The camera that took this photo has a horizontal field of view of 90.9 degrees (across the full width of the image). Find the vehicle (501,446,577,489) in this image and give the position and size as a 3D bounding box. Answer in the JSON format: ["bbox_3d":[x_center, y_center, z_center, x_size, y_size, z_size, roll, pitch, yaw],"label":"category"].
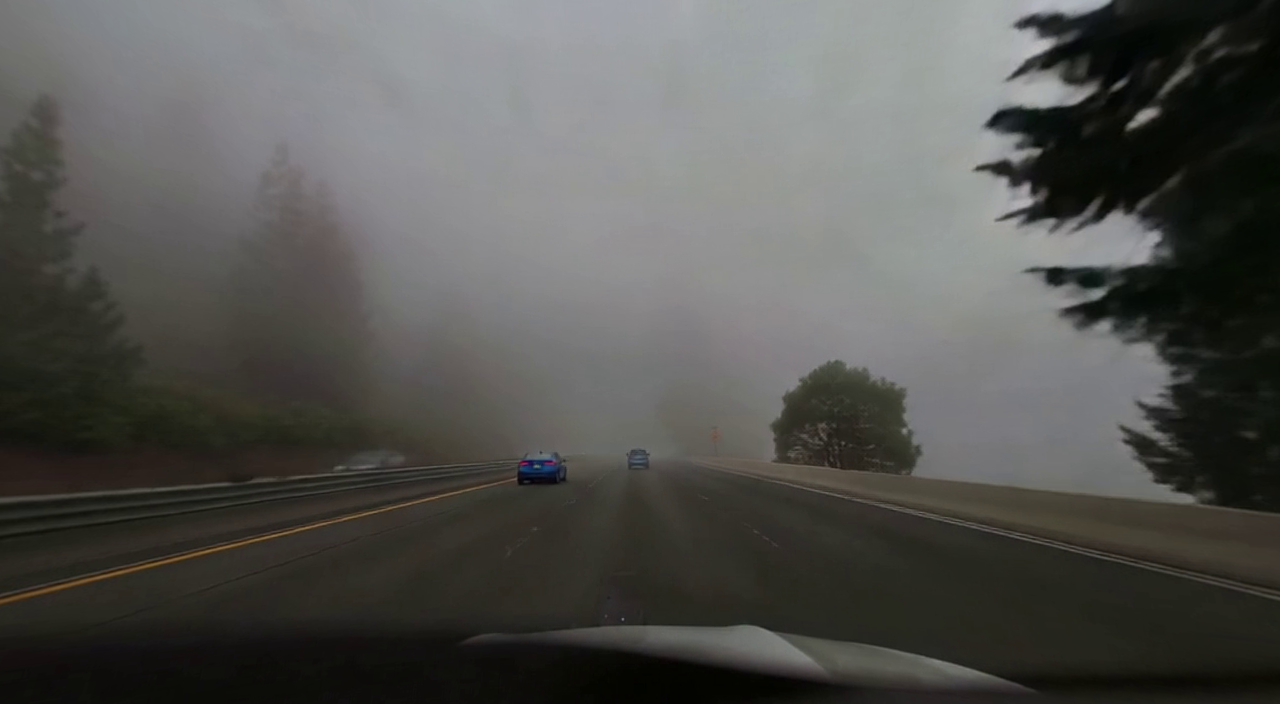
[{"bbox_3d":[-3.753,4.383,24.303,2.157,1.483,4.601,0,-9,1],"label":"vehicle"}]

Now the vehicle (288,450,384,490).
[{"bbox_3d":[-12.750,4.939,26.768,1.827,1.493,4.634,0,-9,-1],"label":"vehicle"}]

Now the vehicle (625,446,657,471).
[{"bbox_3d":[0.069,7.123,42.213,2.011,1.590,3.607,0,-9,0],"label":"vehicle"}]
